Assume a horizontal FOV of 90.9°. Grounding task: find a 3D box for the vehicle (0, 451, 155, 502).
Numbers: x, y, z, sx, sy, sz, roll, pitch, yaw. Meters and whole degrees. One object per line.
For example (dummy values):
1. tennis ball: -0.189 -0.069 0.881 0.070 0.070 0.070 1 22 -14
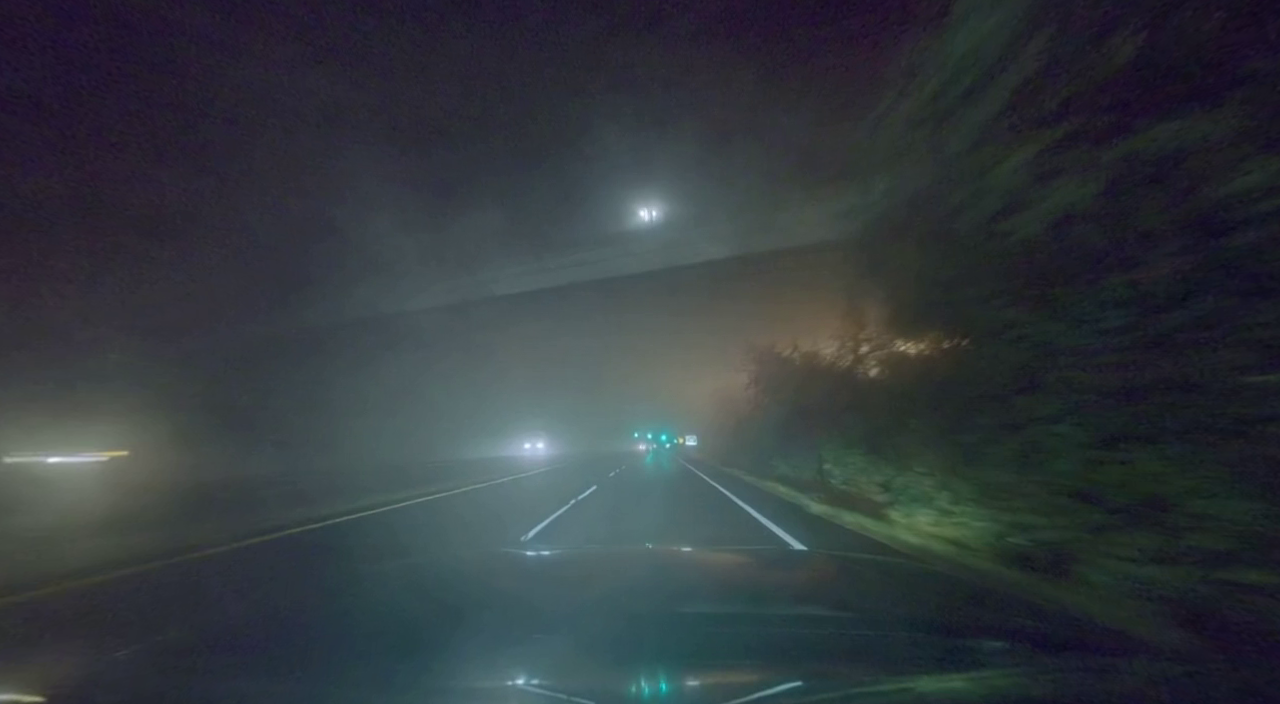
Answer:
1. vehicle: -20.276 4.387 22.724 1.909 1.592 4.485 0 -8 1
